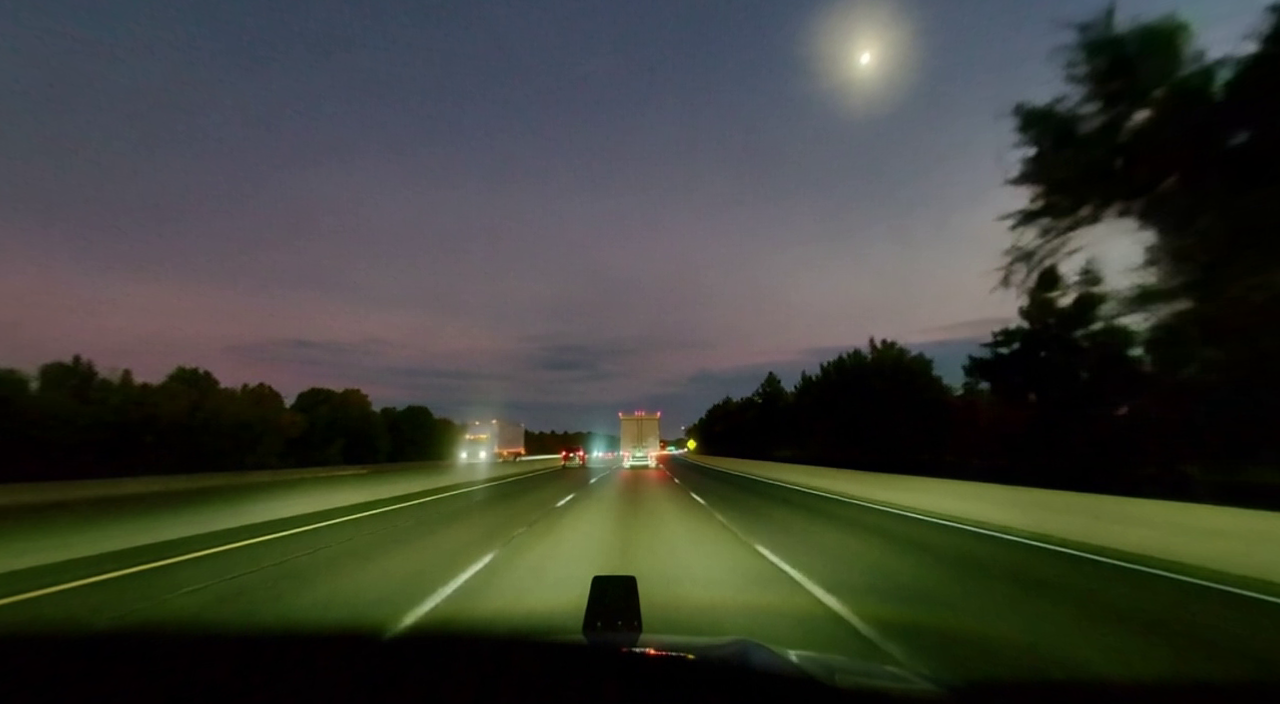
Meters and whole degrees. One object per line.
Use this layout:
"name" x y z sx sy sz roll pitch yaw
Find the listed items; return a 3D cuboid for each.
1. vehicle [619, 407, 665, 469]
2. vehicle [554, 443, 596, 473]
"vehicle" 0.031 6.581 47.308 3.100 4.091 10.664 0 -9 -1
"vehicle" -3.747 6.207 36.821 2.112 1.645 4.129 0 -9 -1
